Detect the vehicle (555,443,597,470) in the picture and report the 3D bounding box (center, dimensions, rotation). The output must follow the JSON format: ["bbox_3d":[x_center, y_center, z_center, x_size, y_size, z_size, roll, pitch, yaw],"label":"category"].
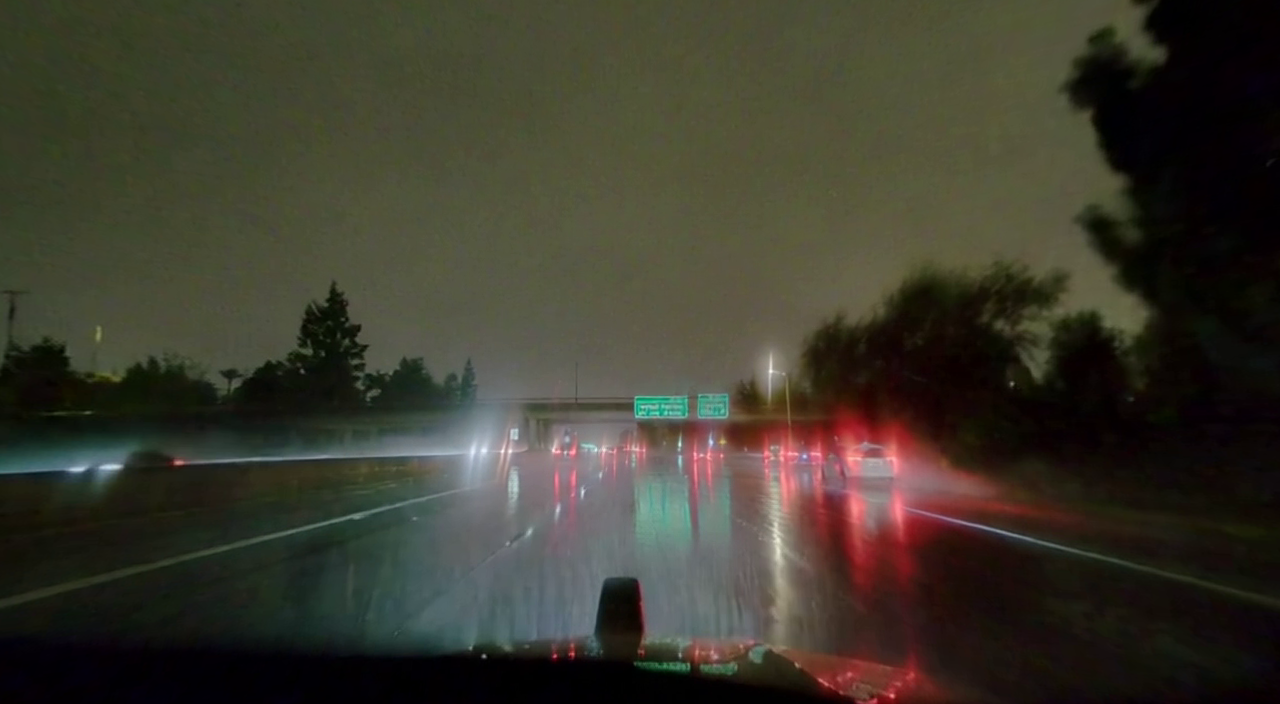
[{"bbox_3d":[-3.846,6.402,38.847,2.091,1.544,4.409,0,-8,1],"label":"vehicle"}]

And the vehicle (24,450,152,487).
[{"bbox_3d":[-24.800,5.230,28.647,1.790,1.470,4.430,0,-8,0],"label":"vehicle"}]
